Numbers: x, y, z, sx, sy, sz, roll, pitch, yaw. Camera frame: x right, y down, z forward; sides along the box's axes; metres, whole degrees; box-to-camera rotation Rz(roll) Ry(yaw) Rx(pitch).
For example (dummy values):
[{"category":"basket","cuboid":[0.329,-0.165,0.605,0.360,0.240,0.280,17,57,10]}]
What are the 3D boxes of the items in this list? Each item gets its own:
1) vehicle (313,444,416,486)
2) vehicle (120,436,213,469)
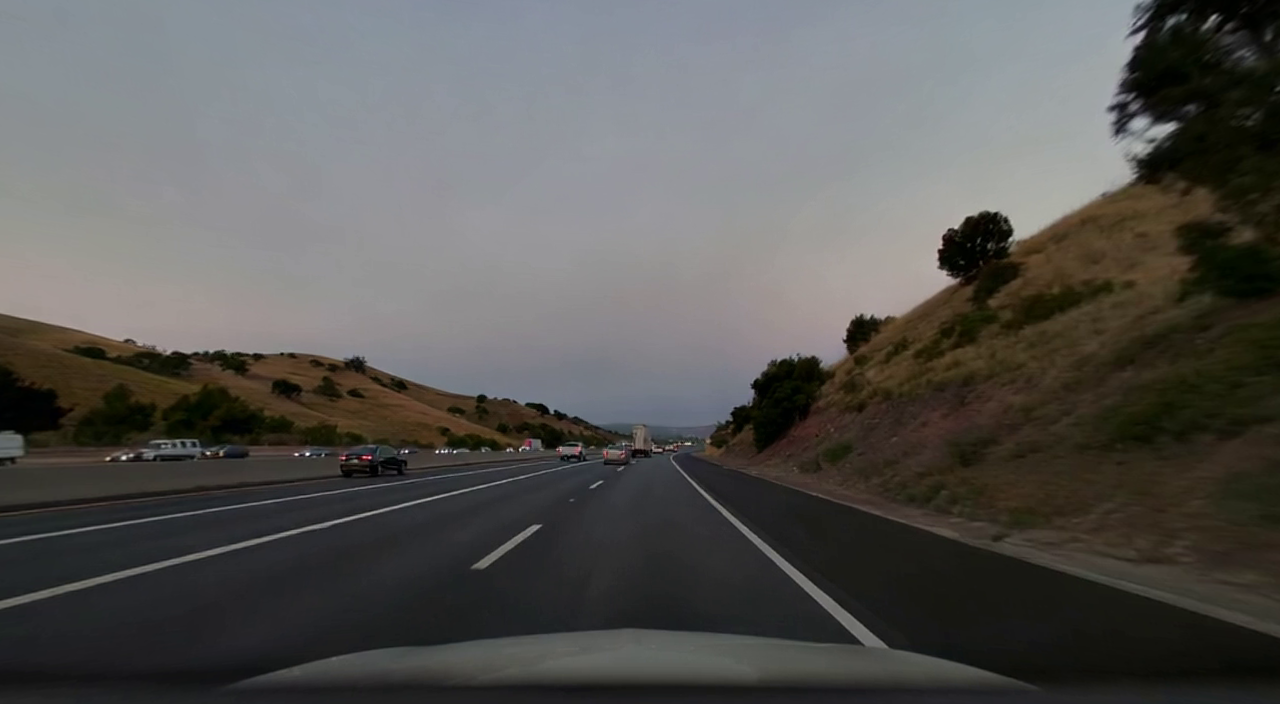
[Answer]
[{"category":"vehicle","cuboid":[-10.488,4.320,24.432,1.927,1.454,4.395,-1,-8,2]},{"category":"vehicle","cuboid":[-37.177,7.863,49.809,2.119,2.396,6.381,-1,-8,3]}]
